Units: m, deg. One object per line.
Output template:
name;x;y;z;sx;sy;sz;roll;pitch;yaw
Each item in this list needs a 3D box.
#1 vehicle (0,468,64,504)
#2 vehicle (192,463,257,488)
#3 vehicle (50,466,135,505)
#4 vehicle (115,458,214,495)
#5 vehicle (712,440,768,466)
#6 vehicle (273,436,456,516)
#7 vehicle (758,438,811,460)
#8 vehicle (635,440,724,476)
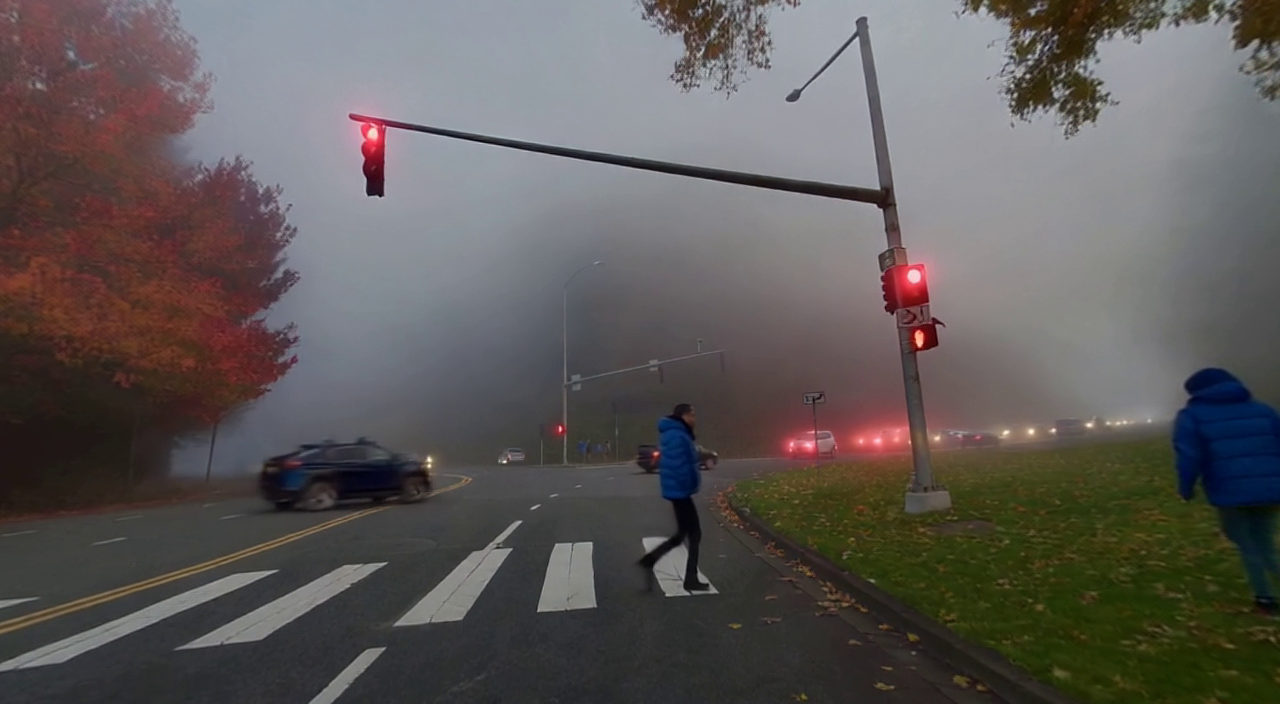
vehicle;-30.326;6.443;30.324;1.800;1.520;3.968;2;-9;-14
vehicle;-28.544;8.479;43.168;1.768;1.465;3.972;0;-9;-1
vehicle;-25.429;6.156;29.282;1.694;1.528;4.225;3;-9;-24
vehicle;-27.850;7.264;36.948;2.064;1.913;5.081;0;-9;-3
vehicle;7.034;7.055;43.946;1.867;1.743;4.259;-8;-11;39
vehicle;-7.780;3.456;18.043;2.001;1.988;4.281;-8;-11;39
vehicle;11.462;7.646;49.381;1.979;1.659;4.907;-8;-11;39
vehicle;2.018;5.134;30.520;1.915;1.586;4.734;-7;-11;38
